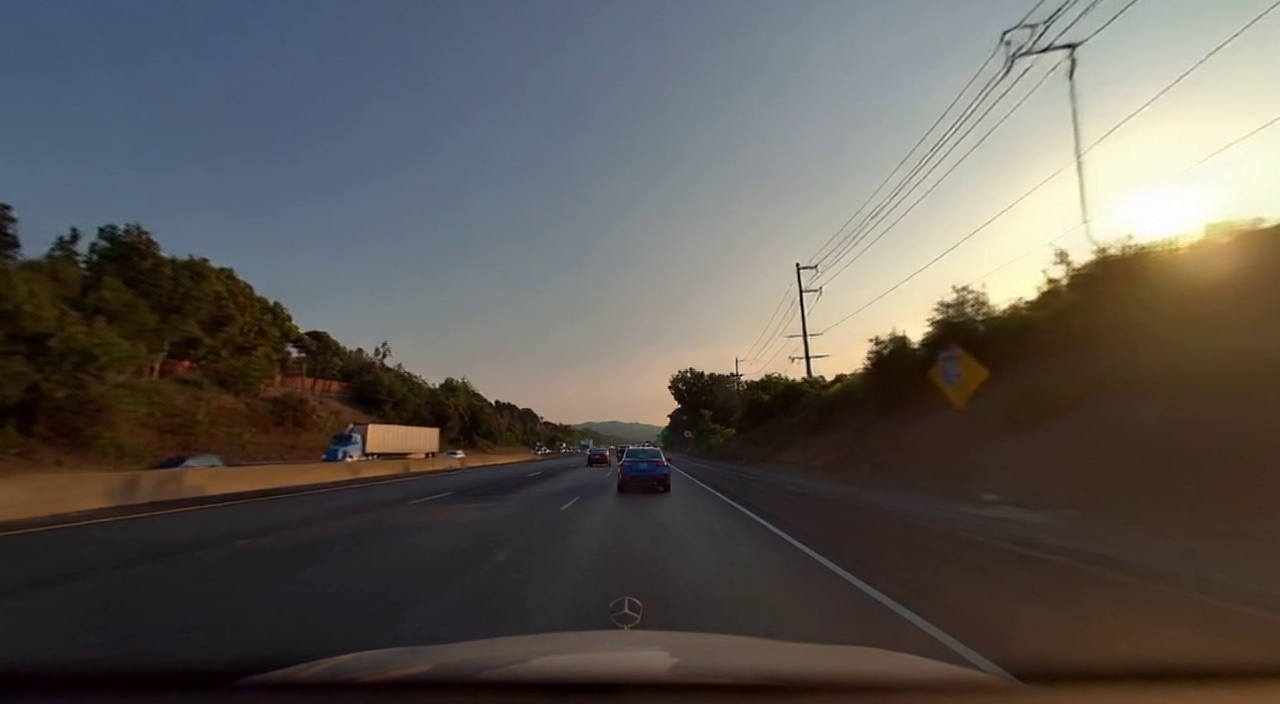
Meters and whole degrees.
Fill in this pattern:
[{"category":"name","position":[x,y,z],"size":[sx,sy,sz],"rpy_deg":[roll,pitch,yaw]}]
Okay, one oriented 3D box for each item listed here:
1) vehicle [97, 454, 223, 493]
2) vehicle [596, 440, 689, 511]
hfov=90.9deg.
[{"category":"vehicle","position":[-20.041,5.075,26.590],"size":[1.880,1.463,4.298],"rpy_deg":[0,-9,1]},{"category":"vehicle","position":[0.039,2.960,15.568],"size":[1.966,1.499,4.298],"rpy_deg":[0,-9,0]}]
